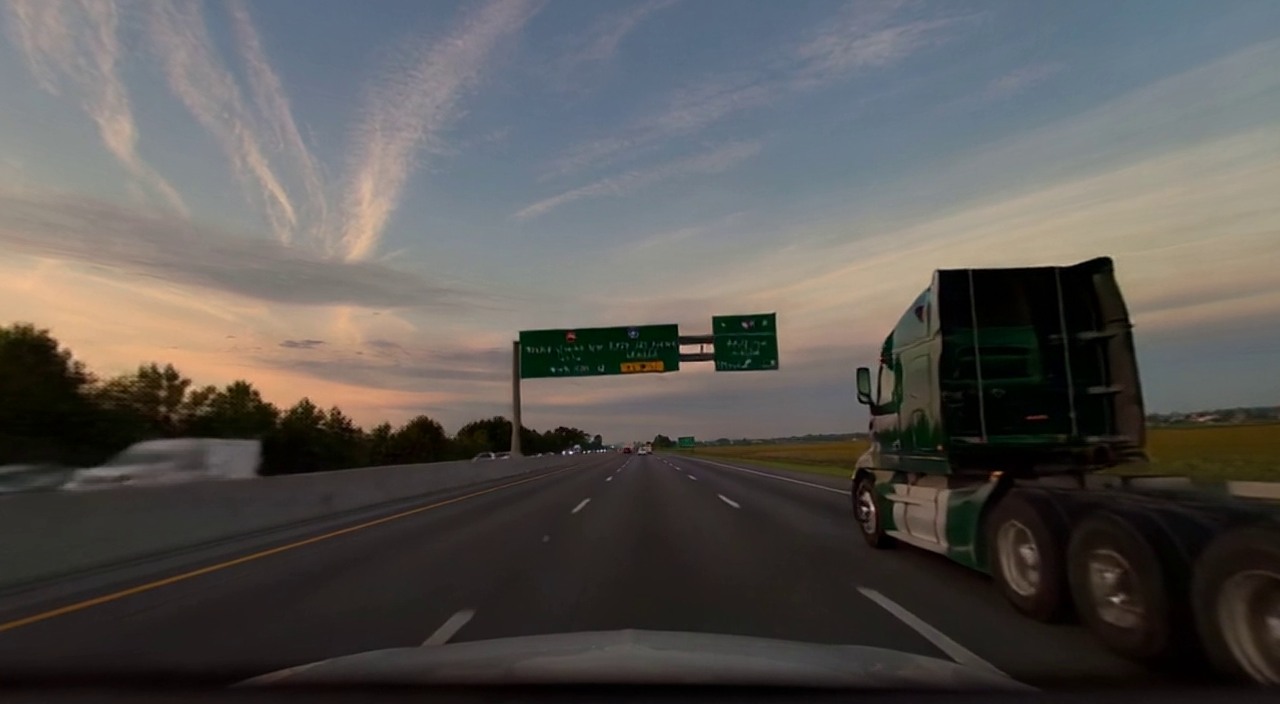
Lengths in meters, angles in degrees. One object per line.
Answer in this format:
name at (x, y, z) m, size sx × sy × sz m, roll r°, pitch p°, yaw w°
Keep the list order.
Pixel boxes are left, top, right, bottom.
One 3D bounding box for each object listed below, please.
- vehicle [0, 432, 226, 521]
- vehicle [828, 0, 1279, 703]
vehicle at (-11.625, 2.607, 13.729) m, size 1.992 × 1.576 × 4.708 m, roll 0°, pitch -9°, yaw 0°
vehicle at (4.019, 0.200, 5.114) m, size 3.051 × 3.968 × 5.943 m, roll 0°, pitch -9°, yaw 0°
